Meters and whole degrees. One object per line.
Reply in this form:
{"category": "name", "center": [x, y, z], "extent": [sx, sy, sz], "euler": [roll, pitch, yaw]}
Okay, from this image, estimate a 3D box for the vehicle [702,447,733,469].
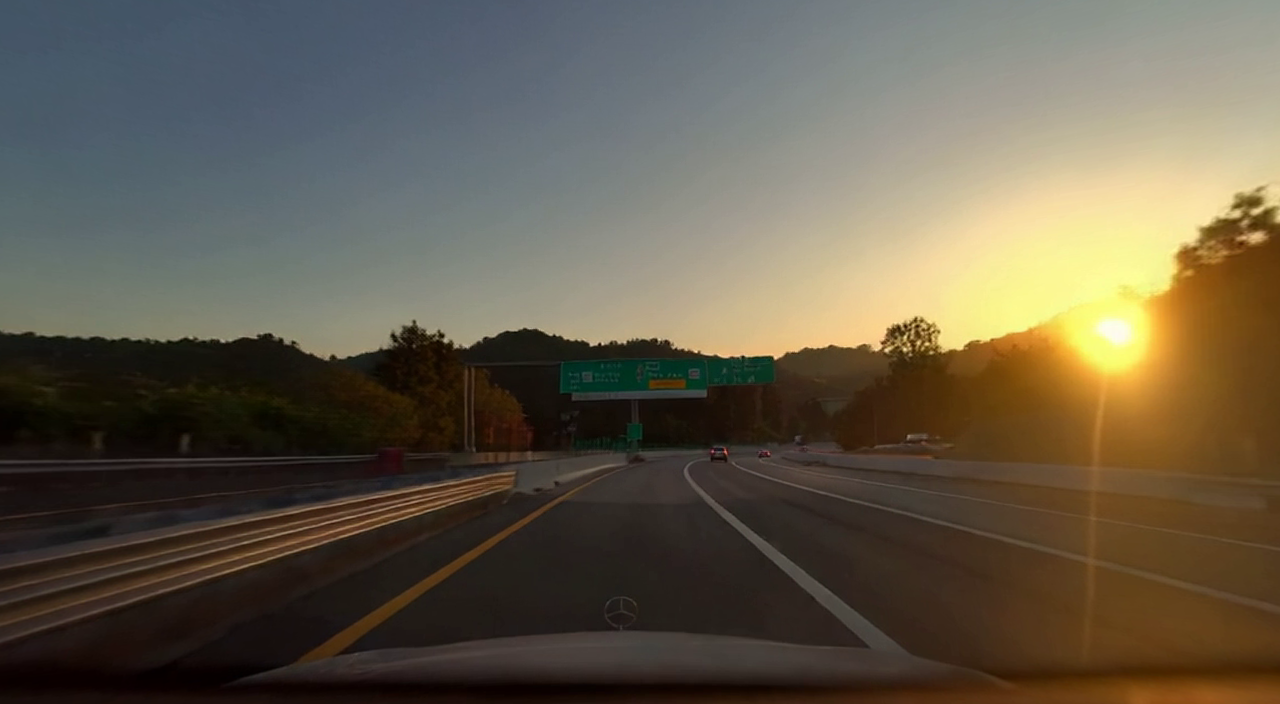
{"category": "vehicle", "center": [5.467, 7.541, 45.135], "extent": [1.874, 1.506, 4.116], "euler": [-1, -9, 3]}
